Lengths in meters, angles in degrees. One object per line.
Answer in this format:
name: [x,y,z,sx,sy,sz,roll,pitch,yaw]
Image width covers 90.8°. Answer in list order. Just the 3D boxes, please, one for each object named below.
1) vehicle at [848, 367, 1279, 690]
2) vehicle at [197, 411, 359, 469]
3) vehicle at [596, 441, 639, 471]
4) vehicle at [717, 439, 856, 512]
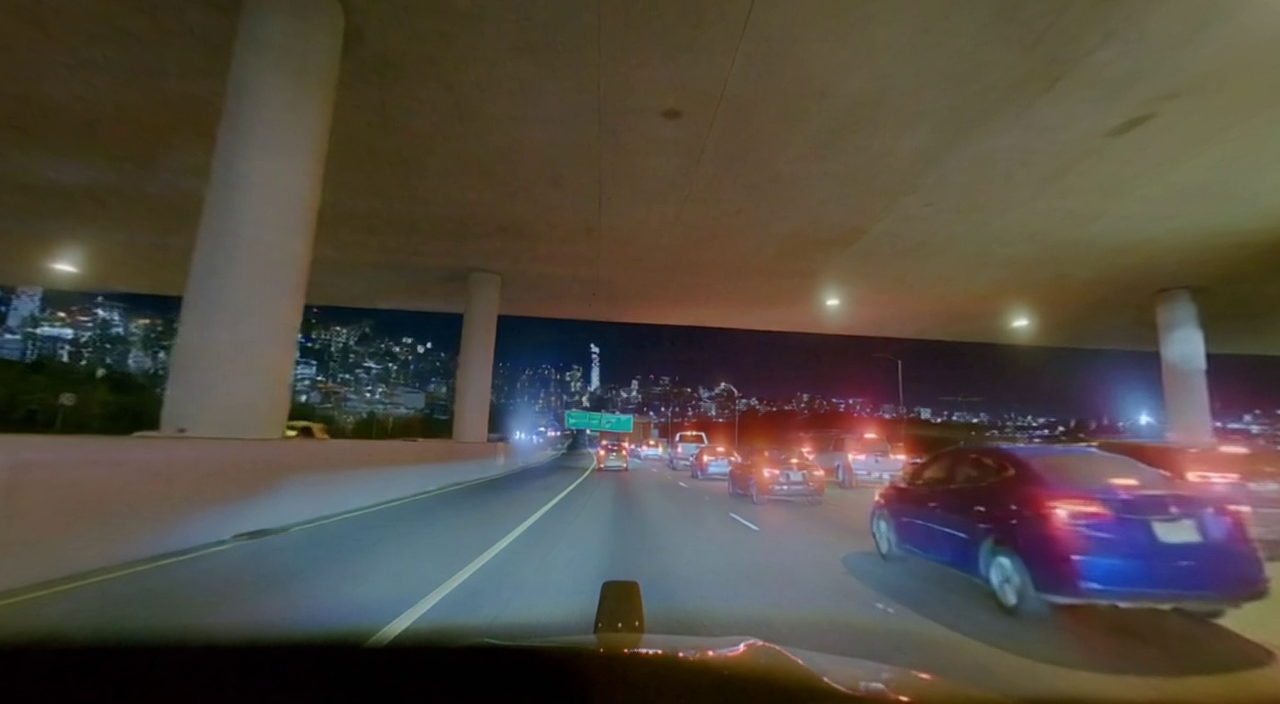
vehicle: [4.040,1.322,6.027,2.276,1.739,5.040,0,-8,-2]
vehicle: [-12.143,3.068,21.874,2.244,1.735,5.873,0,-8,-1]
vehicle: [-1.229,5.739,35.094,2.266,1.549,3.978,0,-8,-2]
vehicle: [3.258,2.848,15.176,2.074,1.455,4.646,0,-8,-2]
